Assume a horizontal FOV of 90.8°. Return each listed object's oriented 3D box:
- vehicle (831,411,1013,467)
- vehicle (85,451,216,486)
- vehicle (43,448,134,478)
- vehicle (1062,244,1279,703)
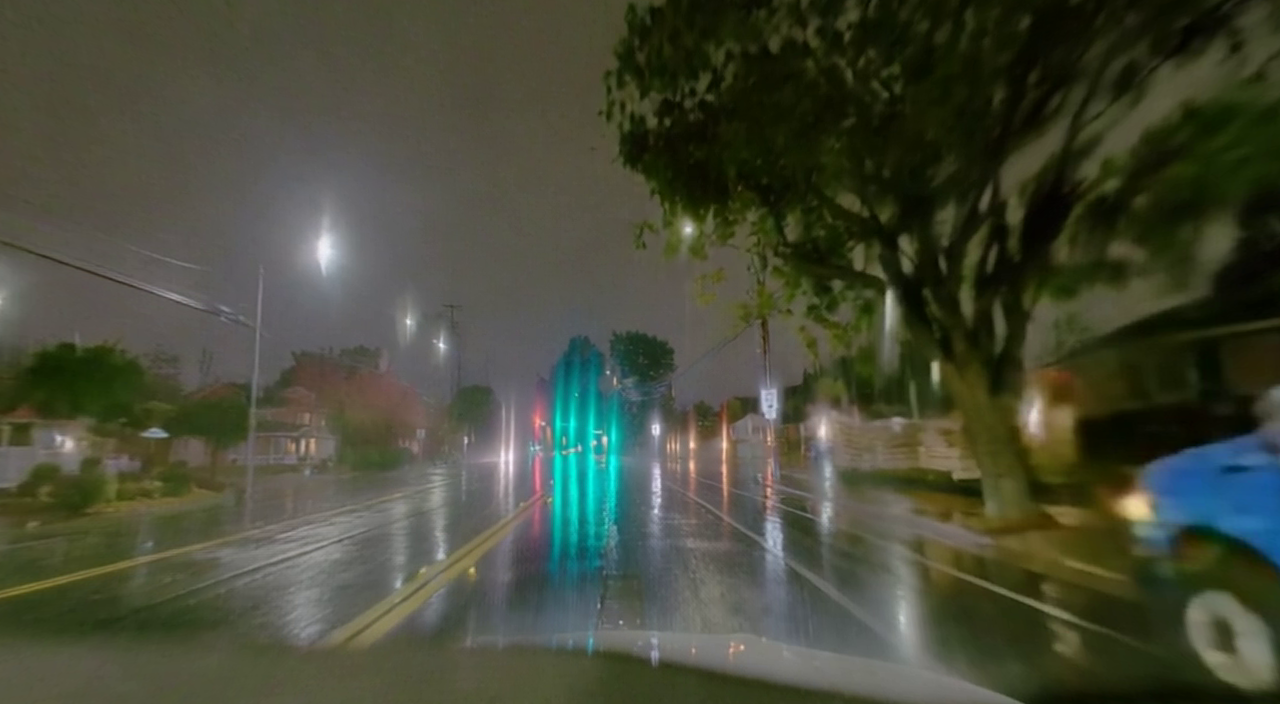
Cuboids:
[{"bbox_3d":[10.956,3.438,24.940,5.949,2.092,2.570,0,-8,-3],"label":"vehicle"},{"bbox_3d":[-26.504,6.306,34.398,5.067,1.792,2.217,1,-8,-10],"label":"vehicle"},{"bbox_3d":[-41.548,8.327,47.805,2.216,2.031,5.521,1,-8,-5],"label":"vehicle"},{"bbox_3d":[4.435,0.376,0.548,2.794,2.437,7.684,0,-8,0],"label":"vehicle"}]
